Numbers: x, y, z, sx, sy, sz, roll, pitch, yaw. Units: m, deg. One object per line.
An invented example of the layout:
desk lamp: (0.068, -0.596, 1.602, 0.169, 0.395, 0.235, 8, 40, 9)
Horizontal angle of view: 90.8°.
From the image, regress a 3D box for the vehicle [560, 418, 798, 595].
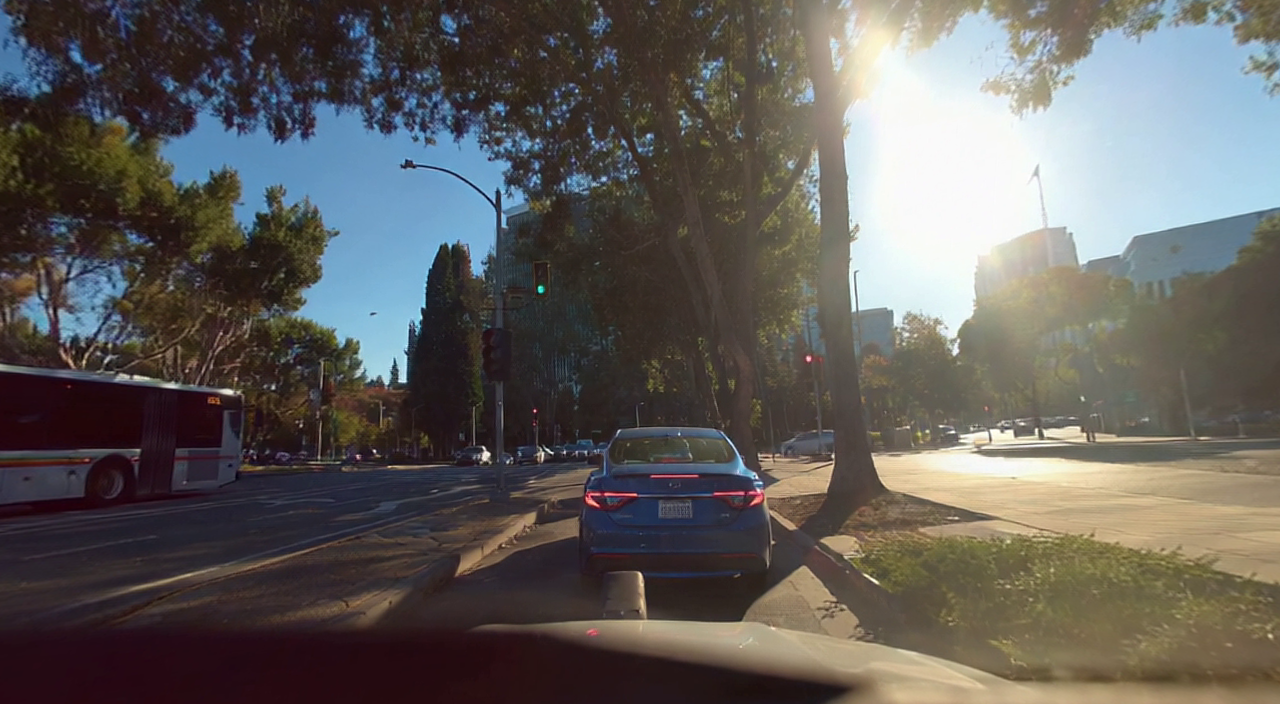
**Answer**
vehicle: (0.370, 1.615, 7.393, 2.035, 1.499, 3.799, 0, -8, 1)

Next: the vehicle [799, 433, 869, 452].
vehicle: (15.091, 7.069, 49.329, 4.830, 1.461, 1.883, 0, -8, 2)
